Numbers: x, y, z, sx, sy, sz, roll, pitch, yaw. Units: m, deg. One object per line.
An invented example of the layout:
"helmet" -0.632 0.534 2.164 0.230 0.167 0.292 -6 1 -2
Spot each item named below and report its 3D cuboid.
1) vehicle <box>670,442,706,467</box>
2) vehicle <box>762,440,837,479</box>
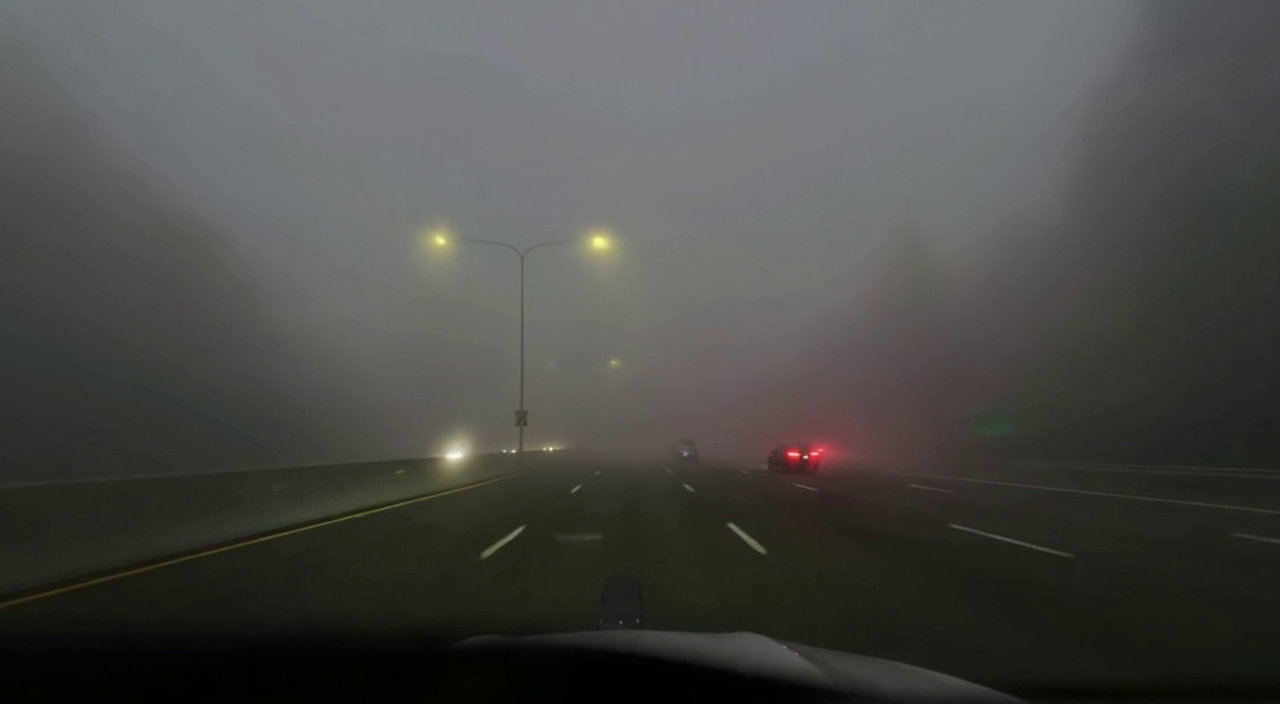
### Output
"vehicle" 3.226 6.998 43.249 2.056 1.553 4.320 0 -9 -1
"vehicle" 6.601 4.491 26.639 2.038 1.528 3.910 0 -9 -2
